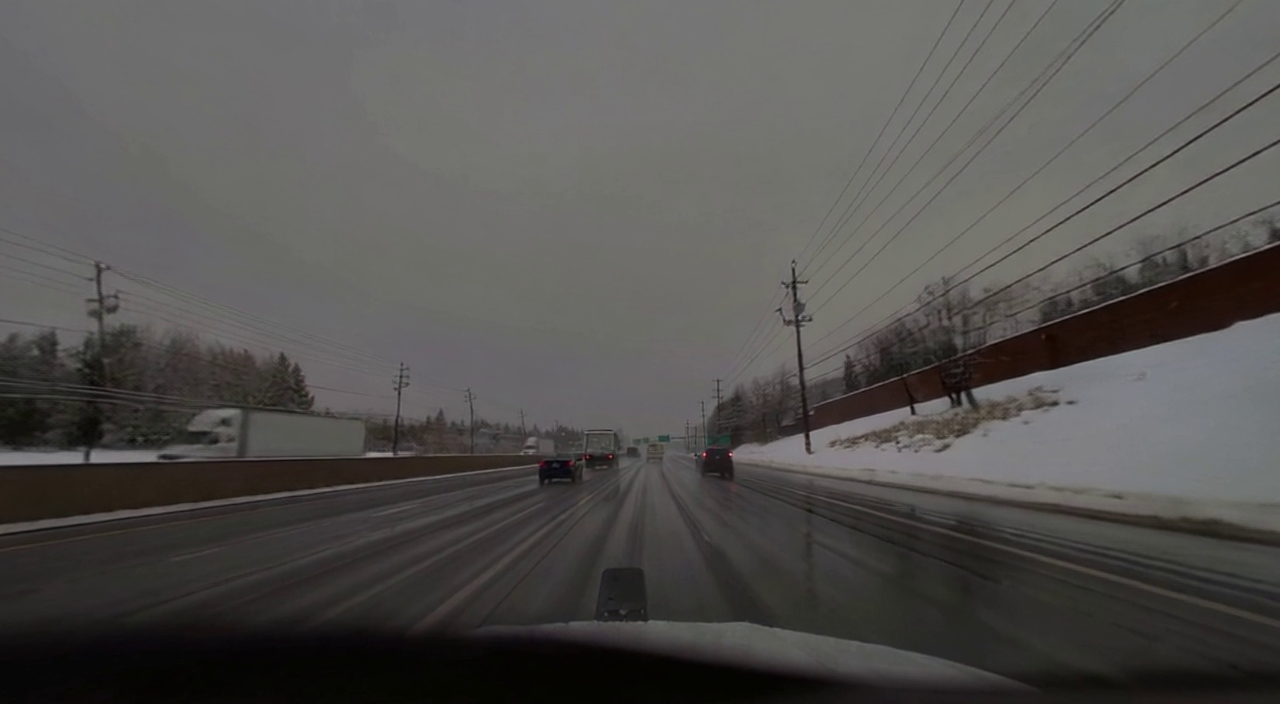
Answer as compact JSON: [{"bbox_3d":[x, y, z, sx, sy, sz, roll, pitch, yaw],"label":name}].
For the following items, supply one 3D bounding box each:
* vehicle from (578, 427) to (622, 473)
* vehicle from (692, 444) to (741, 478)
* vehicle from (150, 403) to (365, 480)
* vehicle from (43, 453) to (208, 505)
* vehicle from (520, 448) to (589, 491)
[{"bbox_3d":[-2.901,7.354,47.421,2.632,3.153,6.879,0,-9,2],"label":"vehicle"},{"bbox_3d":[4.359,6.293,36.622,2.214,1.799,4.627,0,-9,-1],"label":"vehicle"},{"bbox_3d":[-23.296,5.882,40.762,3.102,3.946,16.831,0,-9,1],"label":"vehicle"},{"bbox_3d":[-15.519,3.811,19.310,1.773,1.382,3.814,0,-9,1],"label":"vehicle"},{"bbox_3d":[-3.188,4.474,24.281,2.004,1.498,4.043,0,-9,1],"label":"vehicle"}]
